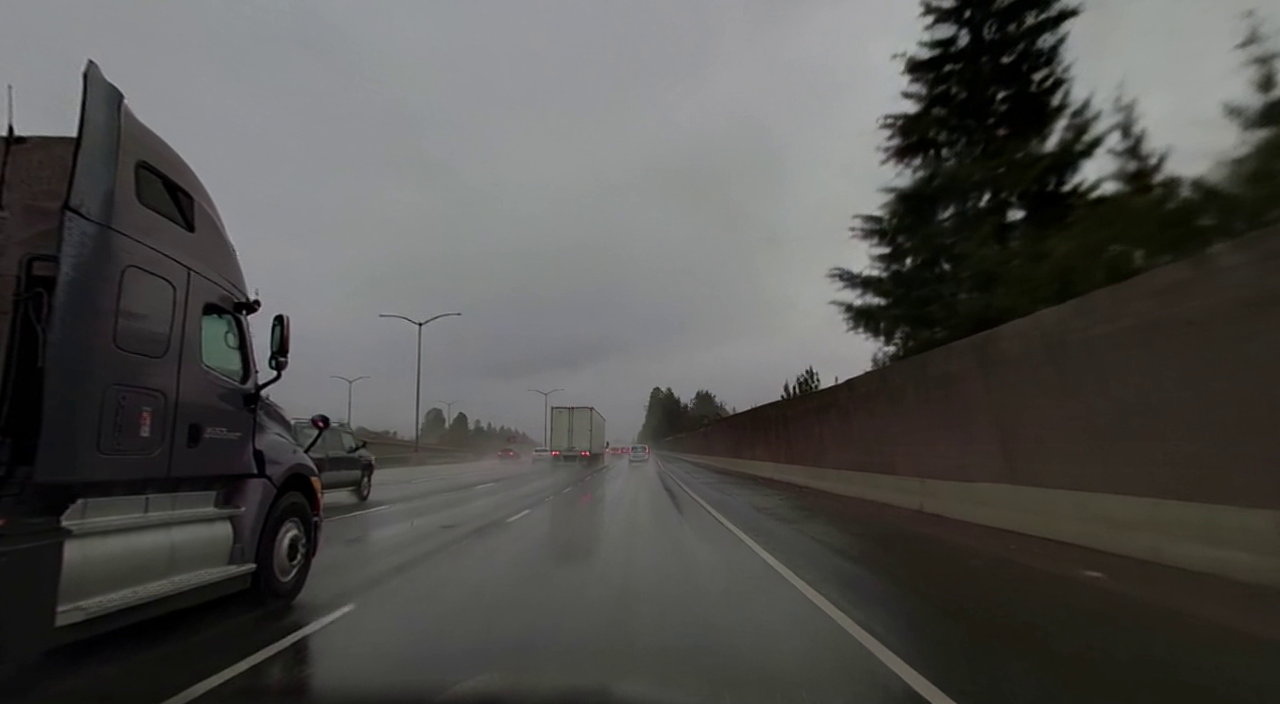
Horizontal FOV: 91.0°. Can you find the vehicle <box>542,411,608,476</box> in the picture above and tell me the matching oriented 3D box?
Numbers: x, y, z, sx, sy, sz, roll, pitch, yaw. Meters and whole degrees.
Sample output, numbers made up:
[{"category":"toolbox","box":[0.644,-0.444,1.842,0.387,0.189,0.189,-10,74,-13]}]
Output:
[{"category":"vehicle","box":[-3.627,5.490,37.676,2.956,3.331,9.575,0,-9,0]}]

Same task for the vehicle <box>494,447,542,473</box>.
[{"category":"vehicle","box":[-7.249,6.456,37.841,1.962,1.489,4.002,0,-9,1]}]

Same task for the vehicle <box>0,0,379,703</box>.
[{"category":"vehicle","box":[-3.712,-0.089,0.281,3.025,3.266,9.256,0,-9,1]}]

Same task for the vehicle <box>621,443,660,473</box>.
[{"category":"vehicle","box":[0.037,6.201,37.110,2.178,1.640,4.071,0,-9,1]}]
